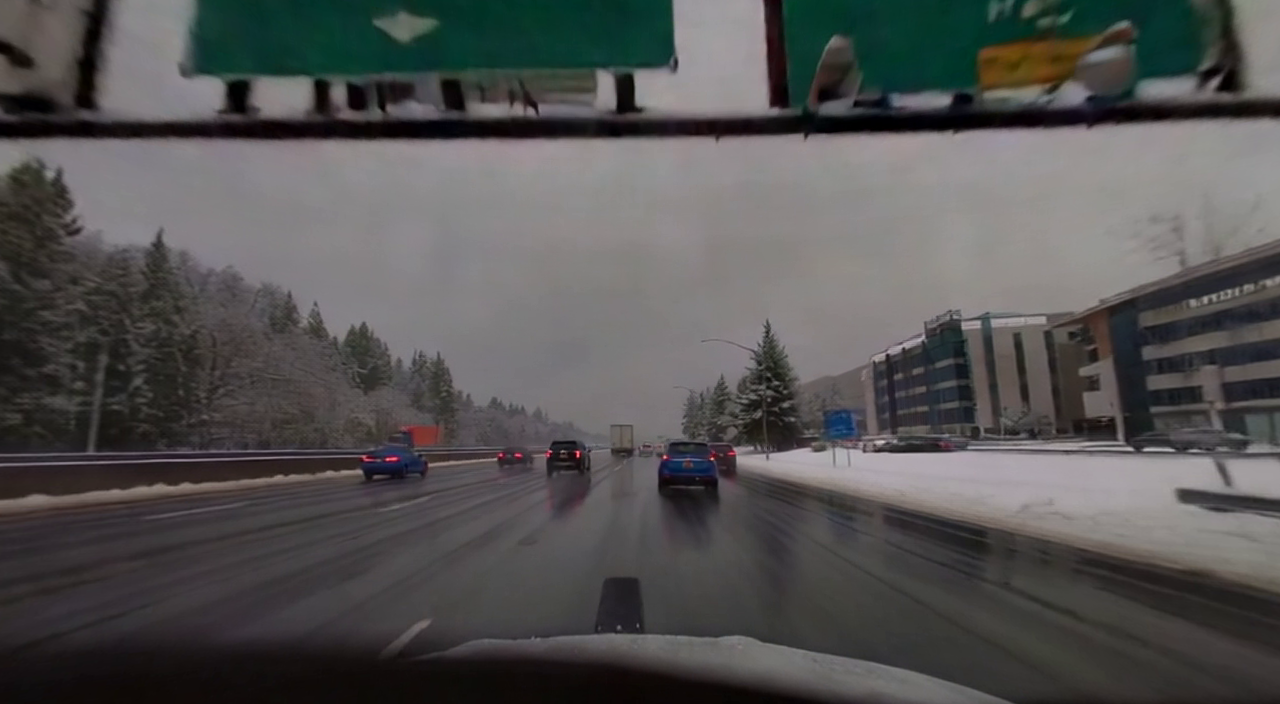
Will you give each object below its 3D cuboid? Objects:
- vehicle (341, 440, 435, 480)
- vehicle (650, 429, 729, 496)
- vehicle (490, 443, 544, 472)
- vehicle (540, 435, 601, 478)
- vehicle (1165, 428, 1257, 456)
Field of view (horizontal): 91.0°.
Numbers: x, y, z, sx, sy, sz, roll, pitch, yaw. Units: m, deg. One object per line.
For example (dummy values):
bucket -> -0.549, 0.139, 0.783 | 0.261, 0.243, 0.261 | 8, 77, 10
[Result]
vehicle -> -10.677, 4.601, 27.112 | 2.006, 1.509, 4.634 | 0, -9, 1
vehicle -> 1.390, 3.307, 19.111 | 2.101, 1.742, 4.495 | 0, -9, 1
vehicle -> -6.875, 5.932, 35.734 | 2.057, 1.496, 4.661 | 0, -9, 1
vehicle -> -3.000, 4.653, 28.223 | 2.111, 1.742, 4.315 | 0, -9, 1
vehicle -> 38.213, 6.020, 42.212 | 4.187, 1.609, 1.944 | -3, -7, 0
